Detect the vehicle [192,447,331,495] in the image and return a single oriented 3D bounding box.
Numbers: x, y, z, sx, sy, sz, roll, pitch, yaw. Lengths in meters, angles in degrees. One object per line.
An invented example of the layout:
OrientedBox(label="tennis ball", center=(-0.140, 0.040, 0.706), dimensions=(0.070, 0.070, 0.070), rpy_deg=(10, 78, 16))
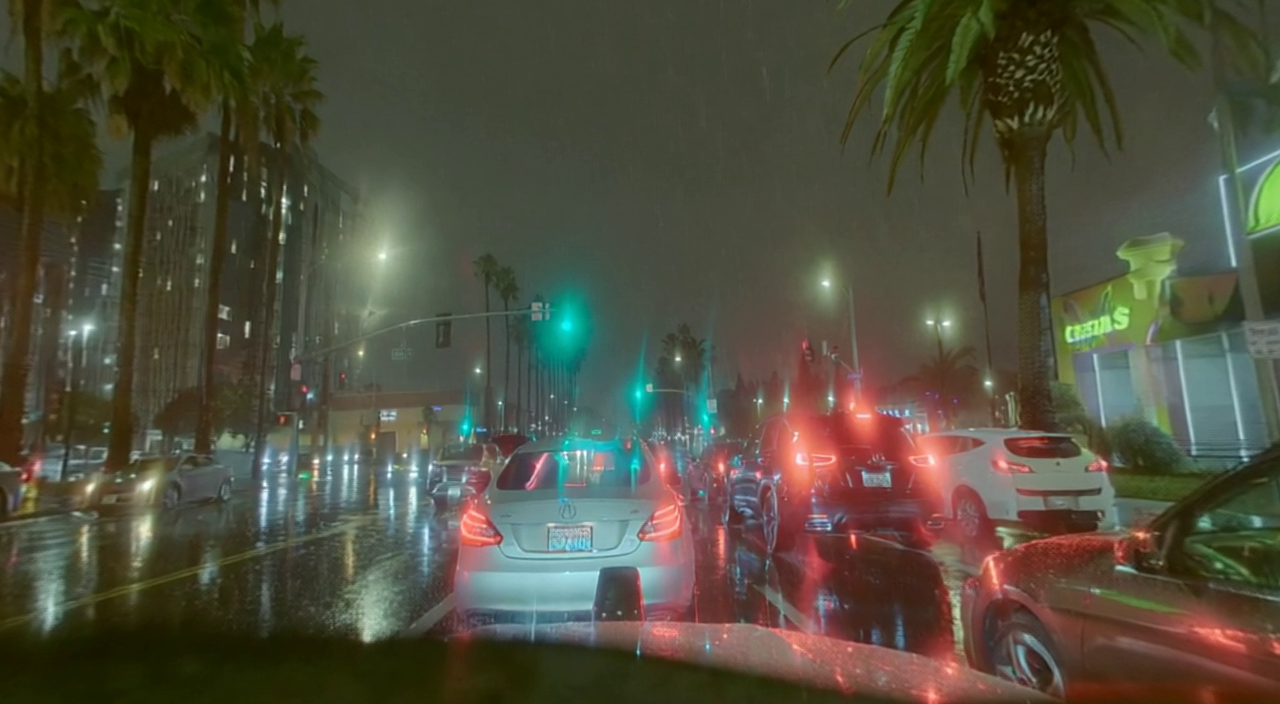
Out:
OrientedBox(label="vehicle", center=(-12.865, 4.025, 21.898), dimensions=(1.856, 1.455, 4.700), rpy_deg=(0, -9, 0))

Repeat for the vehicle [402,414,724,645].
OrientedBox(label="vehicle", center=(-0.518, 1.472, 6.245), dimensions=(2.096, 1.492, 4.071), rpy_deg=(0, -9, -1))

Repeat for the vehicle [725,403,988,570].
OrientedBox(label="vehicle", center=(2.637, 1.779, 9.088), dimensions=(2.096, 1.775, 4.440), rpy_deg=(0, -9, -1))

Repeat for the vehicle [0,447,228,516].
OrientedBox(label="vehicle", center=(-12.861, 3.141, 15.943), dimensions=(1.870, 1.475, 4.531), rpy_deg=(0, -9, 0))

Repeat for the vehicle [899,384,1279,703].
OrientedBox(label="vehicle", center=(2.620, 0.811, 1.504), dimensions=(2.085, 1.469, 4.458), rpy_deg=(0, -9, 0))
